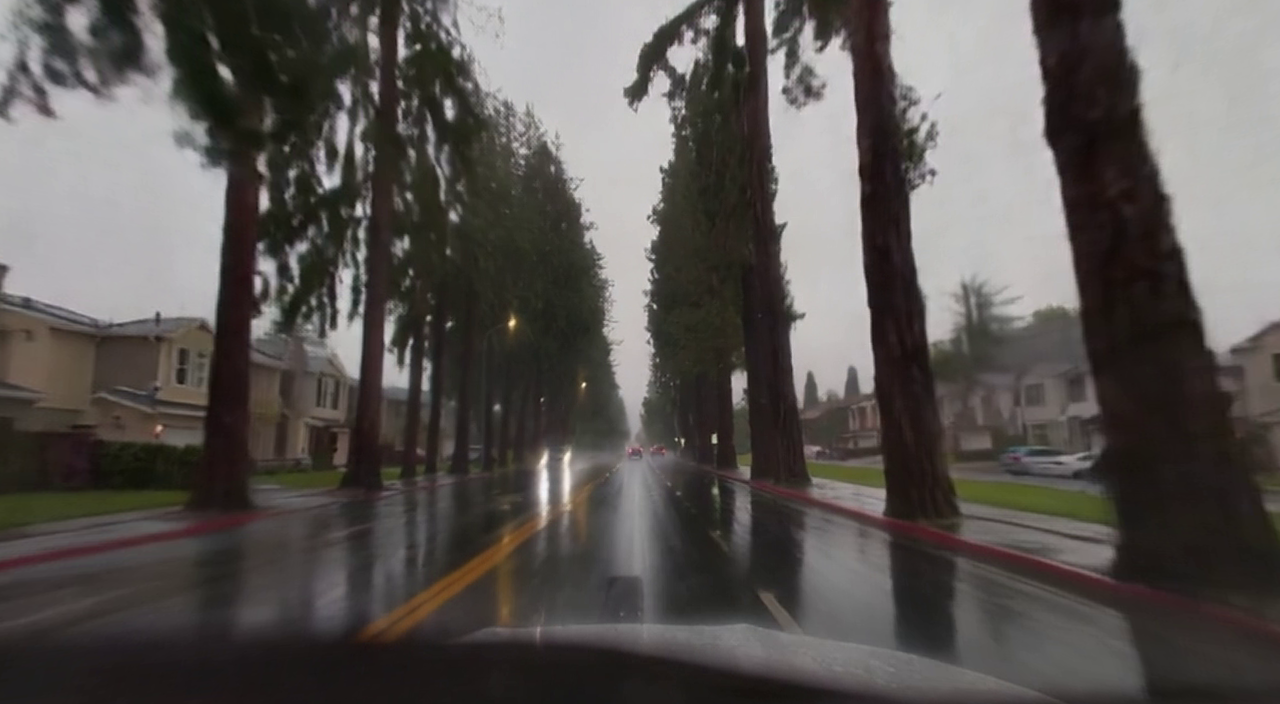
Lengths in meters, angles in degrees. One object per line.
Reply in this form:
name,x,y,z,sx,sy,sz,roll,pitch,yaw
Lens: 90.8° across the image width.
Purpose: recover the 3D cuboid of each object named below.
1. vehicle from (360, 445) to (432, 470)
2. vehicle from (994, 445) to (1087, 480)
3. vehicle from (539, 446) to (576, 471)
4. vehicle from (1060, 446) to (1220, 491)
vehicle,-16.529,7.123,42.877,4.045,1.622,1.983,-1,-9,4
vehicle,18.649,5.138,29.622,1.755,1.521,3.968,0,-9,0
vehicle,-6.323,8.191,48.735,2.108,1.793,4.864,0,-9,1
vehicle,18.205,4.249,23.389,1.813,1.464,4.925,0,-9,-1
